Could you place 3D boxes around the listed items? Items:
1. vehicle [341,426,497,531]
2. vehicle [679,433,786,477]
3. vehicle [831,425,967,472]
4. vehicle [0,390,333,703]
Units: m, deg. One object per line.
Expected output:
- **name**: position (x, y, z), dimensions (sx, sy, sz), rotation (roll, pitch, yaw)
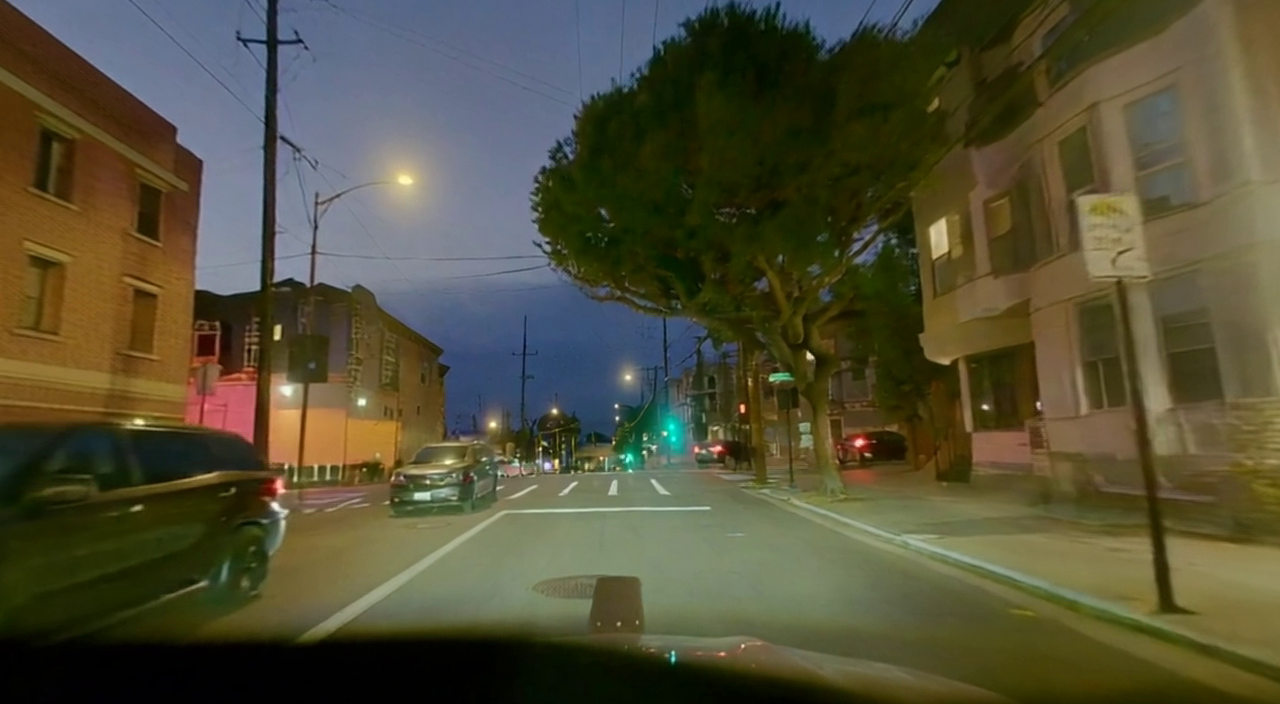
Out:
- **vehicle**: position (-4.453, 2.575, 13.560), dimensions (1.918, 1.823, 4.536), rotation (0, -8, -3)
- **vehicle**: position (3.877, 4.284, 26.550), dimensions (3.994, 1.736, 2.059), rotation (4, -9, -28)
- **vehicle**: position (11.426, 4.317, 28.262), dimensions (5.167, 1.895, 2.140), rotation (-2, -8, 8)
- **vehicle**: position (-4.551, 1.262, 4.319), dimensions (2.236, 1.834, 4.743), rotation (-1, -8, 4)
